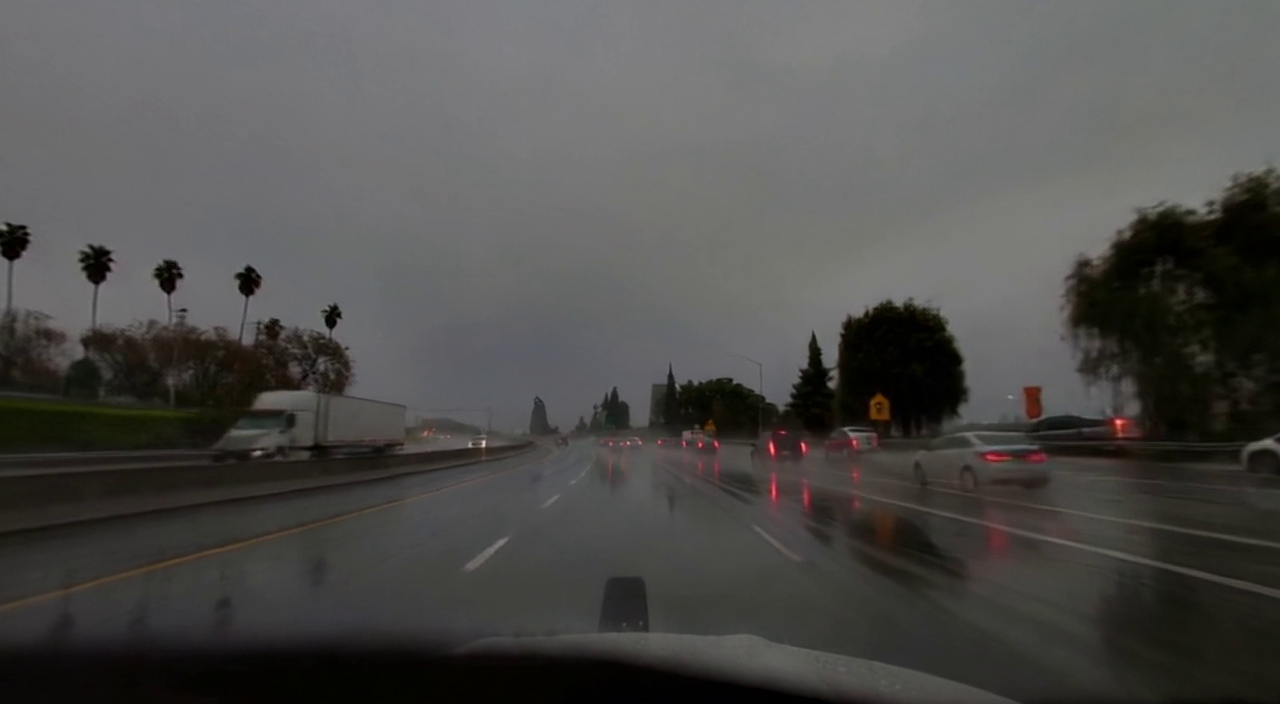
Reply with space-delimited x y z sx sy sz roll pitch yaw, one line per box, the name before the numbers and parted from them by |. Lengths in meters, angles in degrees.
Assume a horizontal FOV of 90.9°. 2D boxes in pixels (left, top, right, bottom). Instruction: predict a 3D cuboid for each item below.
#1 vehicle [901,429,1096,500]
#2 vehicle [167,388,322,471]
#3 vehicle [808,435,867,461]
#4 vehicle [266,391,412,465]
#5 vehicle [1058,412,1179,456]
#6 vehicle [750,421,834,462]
vehicle | 8.460 2.695 15.501 2.080 1.457 4.404 0 -8 -2
vehicle | -19.756 4.043 32.265 3.084 3.707 7.432 0 -8 -1
vehicle | 11.959 5.846 38.563 1.846 1.480 4.752 0 -8 -4
vehicle | -20.199 5.544 44.362 2.881 4.181 16.486 0 -8 -2
vehicle | 23.673 4.124 31.497 2.085 1.989 4.825 0 -8 -2
vehicle | 8.034 4.879 34.197 2.622 1.977 6.537 0 -8 -3
